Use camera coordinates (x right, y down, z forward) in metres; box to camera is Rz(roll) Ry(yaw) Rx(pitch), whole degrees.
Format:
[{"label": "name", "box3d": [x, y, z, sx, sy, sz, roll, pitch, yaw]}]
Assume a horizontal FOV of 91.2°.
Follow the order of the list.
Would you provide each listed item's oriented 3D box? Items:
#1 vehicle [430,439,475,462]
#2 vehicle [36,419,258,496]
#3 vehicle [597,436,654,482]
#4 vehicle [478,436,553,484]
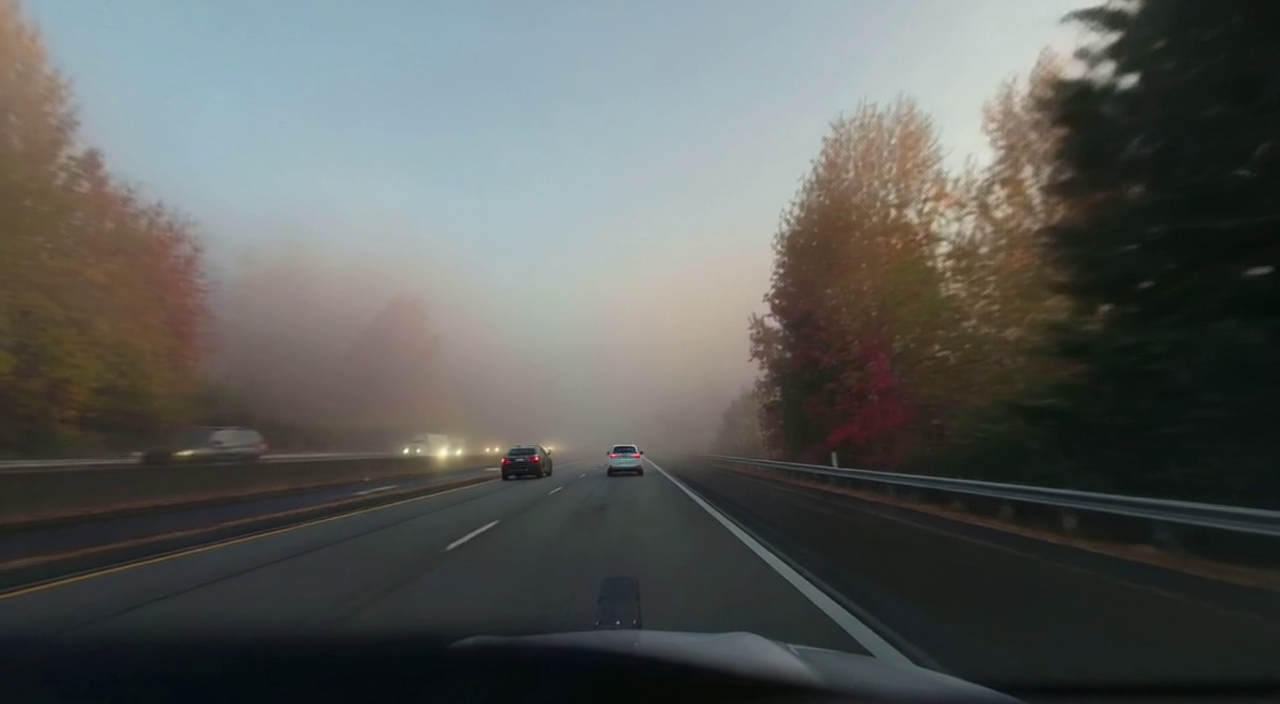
[{"label": "vehicle", "box3d": [-14.017, 7.424, 47.048, 2.003, 1.594, 4.599, -1, -9, 0]}, {"label": "vehicle", "box3d": [-12.348, 2.705, 16.219, 2.032, 1.672, 4.515, -1, -9, 0]}, {"label": "vehicle", "box3d": [-0.579, 4.276, 25.295, 2.115, 1.661, 4.049, 0, -9, -1]}, {"label": "vehicle", "box3d": [-4.775, 4.217, 24.763, 1.974, 1.688, 4.727, -1, -9, 0]}]
